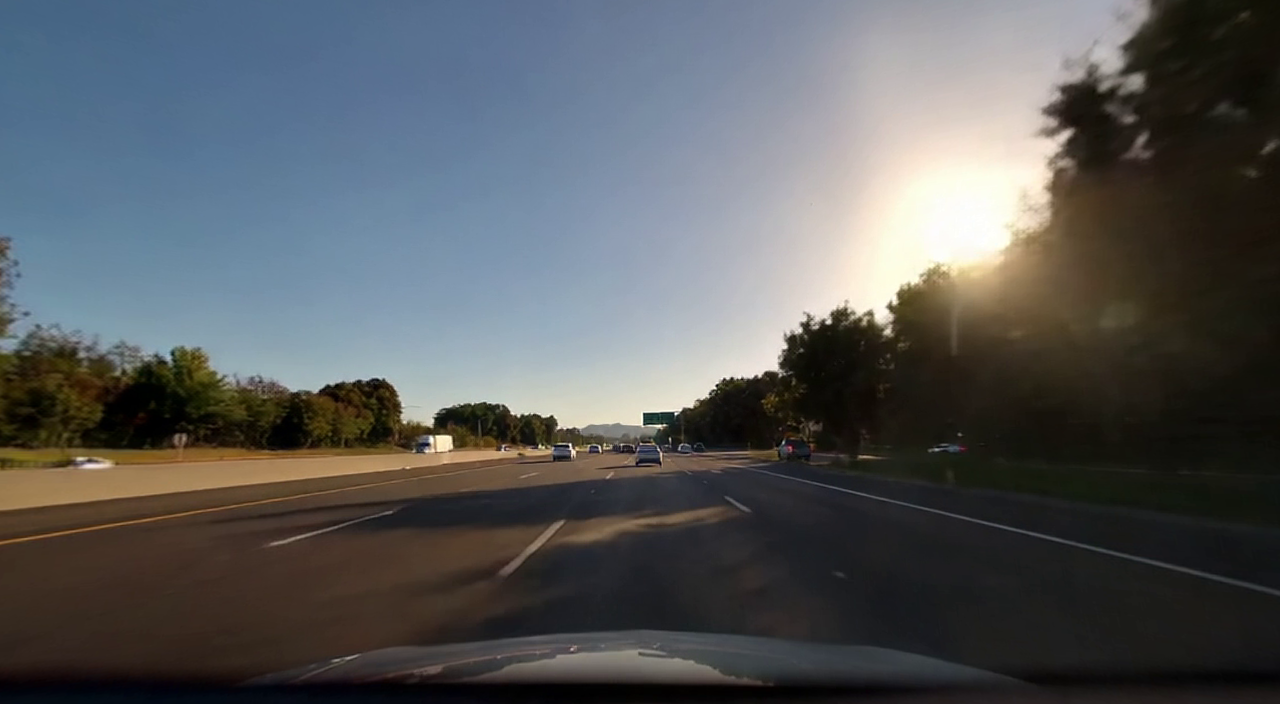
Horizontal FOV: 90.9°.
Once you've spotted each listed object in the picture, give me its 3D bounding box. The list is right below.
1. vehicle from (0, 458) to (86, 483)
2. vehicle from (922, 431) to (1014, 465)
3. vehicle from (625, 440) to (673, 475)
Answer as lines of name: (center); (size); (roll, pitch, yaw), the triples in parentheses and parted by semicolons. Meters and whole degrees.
vehicle: (-44.569, 8.759, 46.891); (1.929, 1.653, 5.011); (-1, -8, 5)
vehicle: (20.081, 5.915, 39.027); (2.304, 1.951, 5.719); (0, -8, -4)
vehicle: (0.386, 4.939, 29.762); (2.112, 1.482, 4.082); (0, -8, 0)
